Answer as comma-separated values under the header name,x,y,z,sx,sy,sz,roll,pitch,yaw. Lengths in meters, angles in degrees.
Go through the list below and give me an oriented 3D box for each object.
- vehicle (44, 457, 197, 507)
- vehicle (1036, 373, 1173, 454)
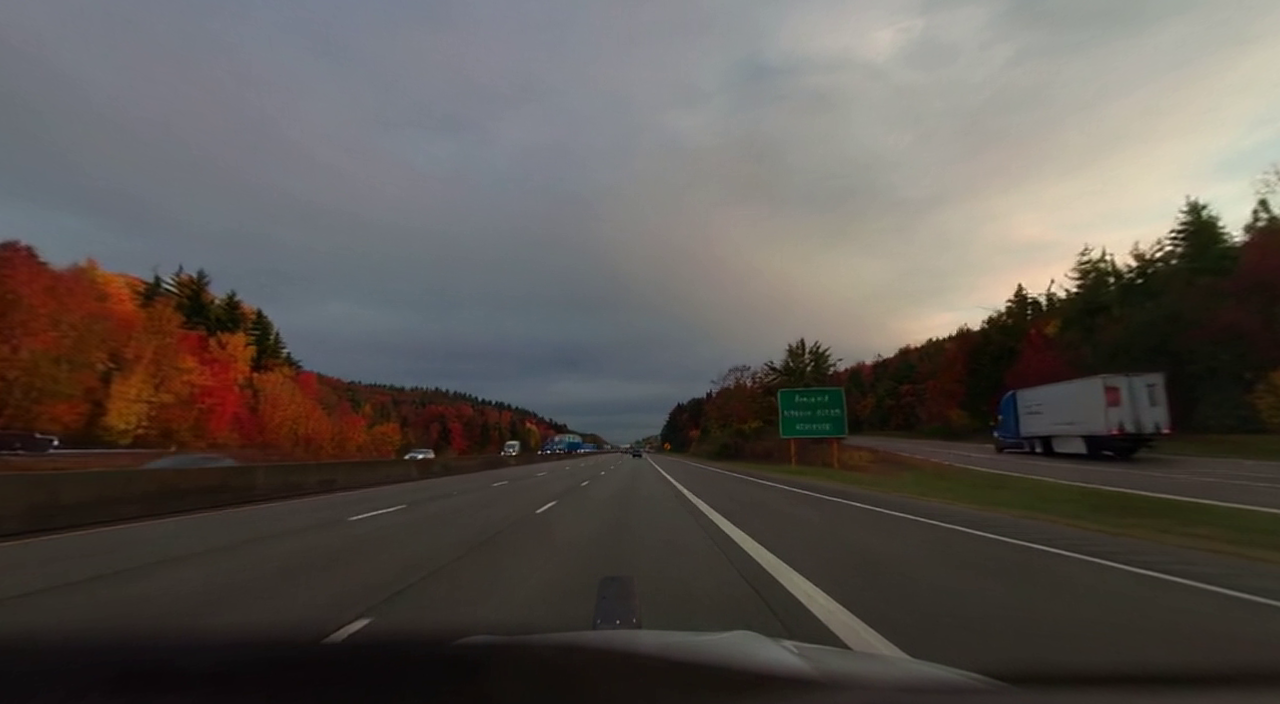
name,x,y,z,sx,sy,sz,roll,pitch,yaw
vehicle,-17.657,4.389,21.596,1.788,1.470,3.980,-1,-9,2
vehicle,26.228,3.759,36.086,2.946,4.034,8.673,-3,-9,14
